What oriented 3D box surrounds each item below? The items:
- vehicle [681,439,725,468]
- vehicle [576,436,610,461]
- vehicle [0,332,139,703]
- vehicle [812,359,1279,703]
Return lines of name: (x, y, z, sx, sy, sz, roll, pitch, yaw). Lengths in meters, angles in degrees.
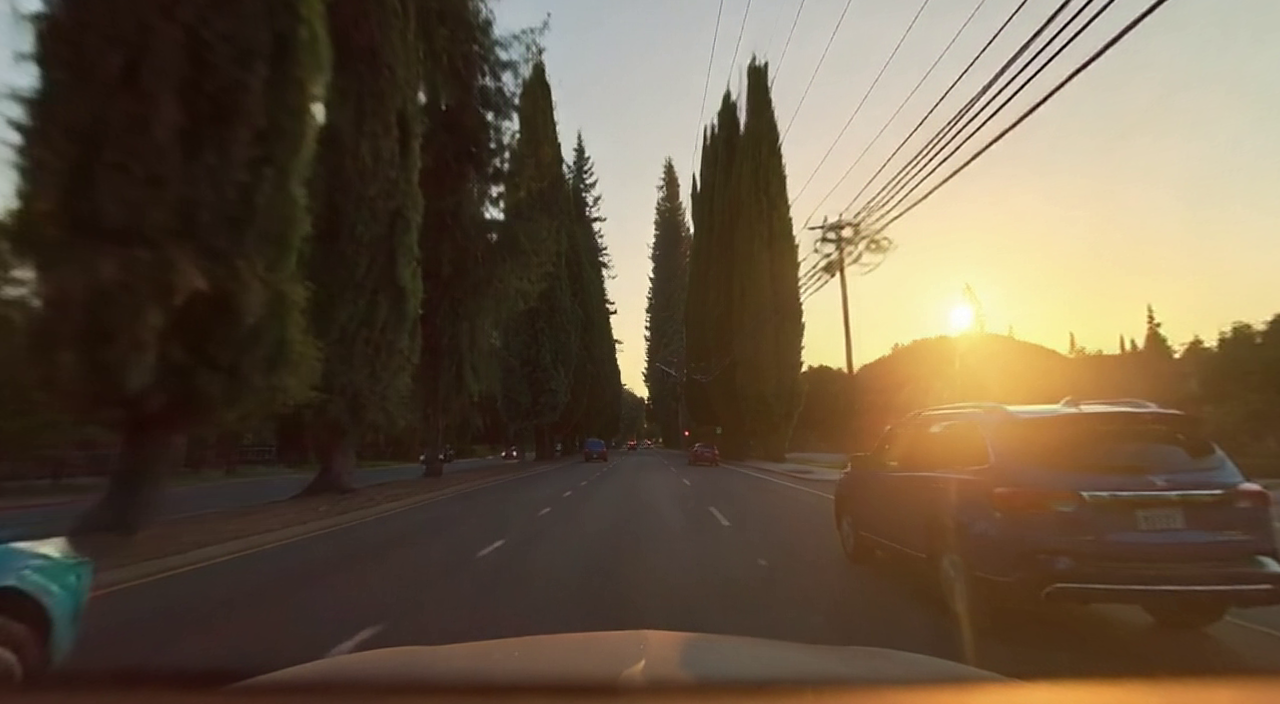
vehicle: (3.407, 5.577, 34.877, 1.906, 1.468, 4.422, 0, -8, 0)
vehicle: (-3.398, 7.104, 46.318, 2.066, 1.725, 4.241, 0, -8, 1)
vehicle: (-3.733, 0.581, 0.991, 2.104, 1.785, 4.494, 0, -8, 1)
vehicle: (3.233, 1.226, 5.484, 2.182, 1.744, 4.464, 0, -8, 0)
